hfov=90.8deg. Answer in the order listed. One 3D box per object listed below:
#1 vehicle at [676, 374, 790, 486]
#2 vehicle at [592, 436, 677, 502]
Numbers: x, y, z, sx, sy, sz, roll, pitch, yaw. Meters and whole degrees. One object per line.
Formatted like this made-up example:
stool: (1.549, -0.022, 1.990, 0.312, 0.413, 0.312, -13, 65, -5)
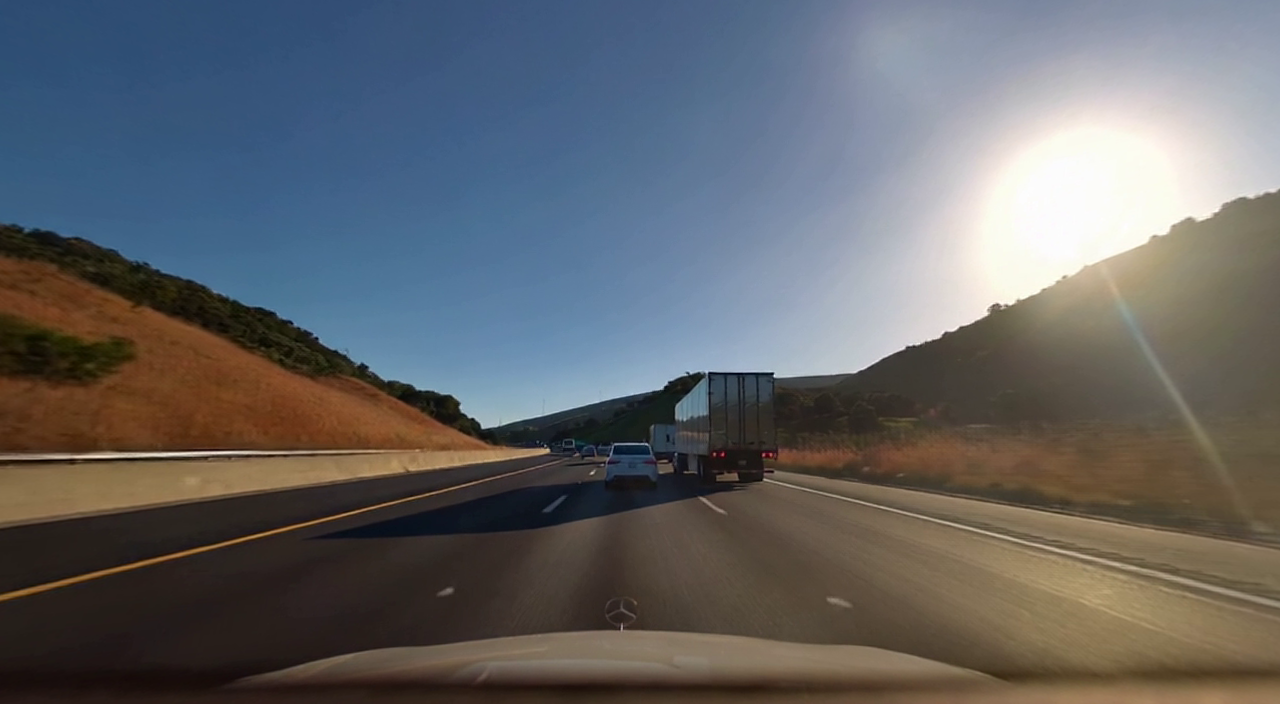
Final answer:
vehicle: (3.761, 3.865, 29.884, 2.812, 4.024, 14.098, 0, -9, -2)
vehicle: (-0.165, 3.214, 17.702, 2.109, 1.639, 3.768, 0, -9, -1)
